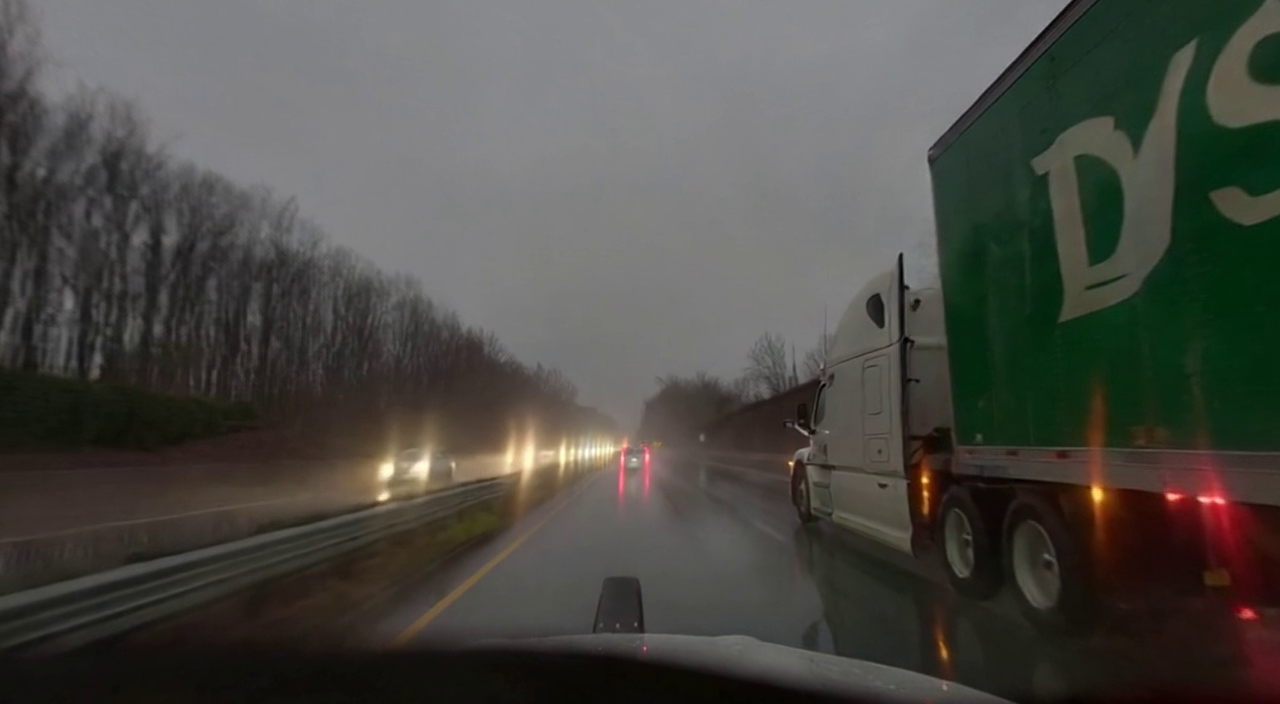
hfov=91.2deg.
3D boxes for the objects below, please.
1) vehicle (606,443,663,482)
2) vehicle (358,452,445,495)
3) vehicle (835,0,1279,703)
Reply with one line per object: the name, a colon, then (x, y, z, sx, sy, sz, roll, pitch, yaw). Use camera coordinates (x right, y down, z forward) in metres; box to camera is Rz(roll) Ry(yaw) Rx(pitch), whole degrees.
vehicle: (-0.242, 4.712, 26.899, 2.244, 1.506, 4.097, 0, -9, -1)
vehicle: (-9.245, 4.705, 24.639, 1.855, 1.512, 3.940, -1, -9, 0)
vehicle: (4.401, -0.575, 1.254, 3.317, 4.020, 14.141, 0, -9, -1)
